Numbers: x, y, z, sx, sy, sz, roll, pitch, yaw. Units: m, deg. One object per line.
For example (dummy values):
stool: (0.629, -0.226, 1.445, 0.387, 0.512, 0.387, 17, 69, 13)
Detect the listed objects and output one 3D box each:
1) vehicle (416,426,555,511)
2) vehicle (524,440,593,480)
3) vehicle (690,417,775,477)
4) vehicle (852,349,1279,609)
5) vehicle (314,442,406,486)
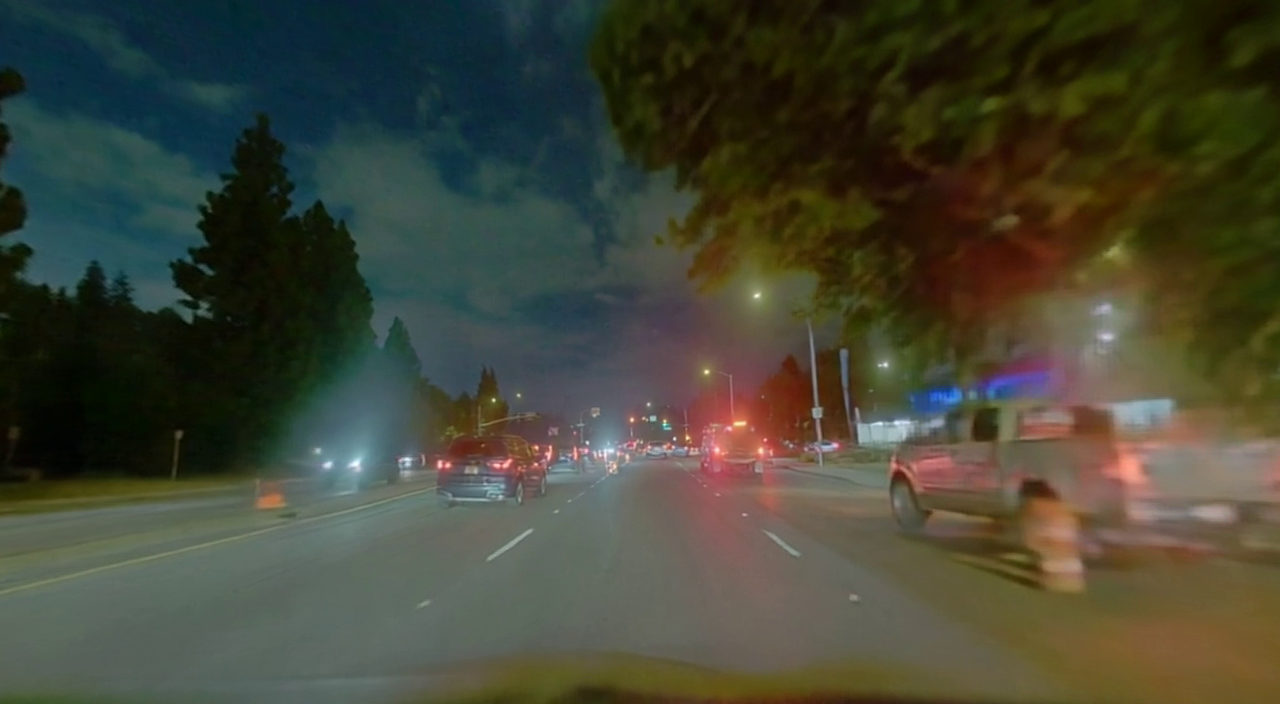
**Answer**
vehicle: (-3.400, 2.658, 14.880, 2.038, 1.682, 4.399, 0, -8, 2)
vehicle: (-3.239, 4.407, 26.047, 2.107, 1.482, 4.674, 0, -8, 1)
vehicle: (4.181, 4.575, 30.461, 2.760, 2.465, 7.936, 0, -8, -1)
vehicle: (5.435, 1.577, 8.877, 2.653, 2.231, 6.793, 0, -8, 1)
vehicle: (-12.278, 4.918, 27.981, 1.920, 1.758, 4.452, 0, -8, 1)
